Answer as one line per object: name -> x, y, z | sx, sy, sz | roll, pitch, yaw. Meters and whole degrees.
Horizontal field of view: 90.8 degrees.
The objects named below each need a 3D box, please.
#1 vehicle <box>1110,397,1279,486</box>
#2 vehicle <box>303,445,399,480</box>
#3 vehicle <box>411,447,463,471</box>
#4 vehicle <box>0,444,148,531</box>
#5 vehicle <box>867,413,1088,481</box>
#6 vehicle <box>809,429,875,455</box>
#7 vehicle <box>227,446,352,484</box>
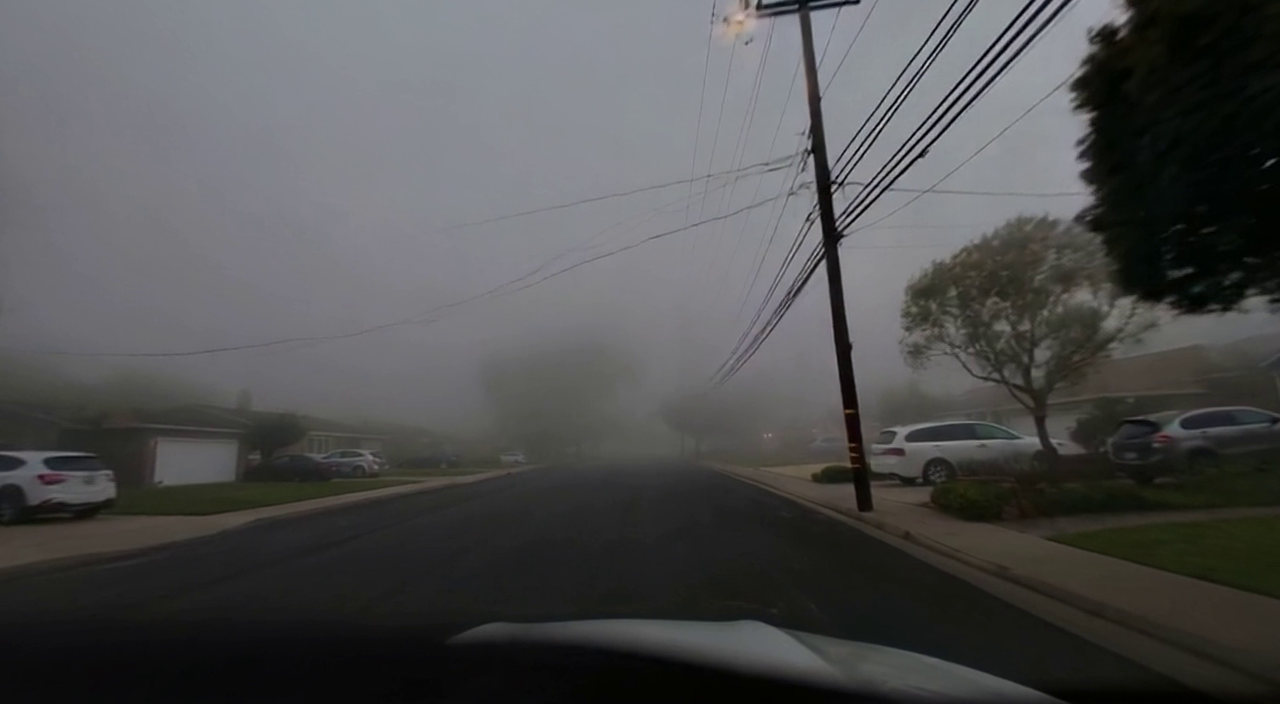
vehicle -> 13.500, 2.019, 14.172 | 4.209, 1.834, 2.019 | 0, -9, 1
vehicle -> -14.967, 5.675, 32.767 | 4.232, 1.693, 1.949 | -3, -9, 17
vehicle -> -14.551, 7.669, 45.641 | 1.978, 1.586, 5.192 | 0, -9, 0
vehicle -> -13.780, 2.874, 13.784 | 4.495, 1.706, 1.972 | -1, -9, 5
vehicle -> 9.748, 2.785, 18.610 | 5.273, 1.868, 2.070 | 0, -9, 0
vehicle -> 15.229, 6.829, 47.822 | 4.373, 1.759, 2.093 | 0, -9, 7
vehicle -> -16.130, 5.223, 29.280 | 4.482, 1.648, 2.169 | 0, -9, 0
